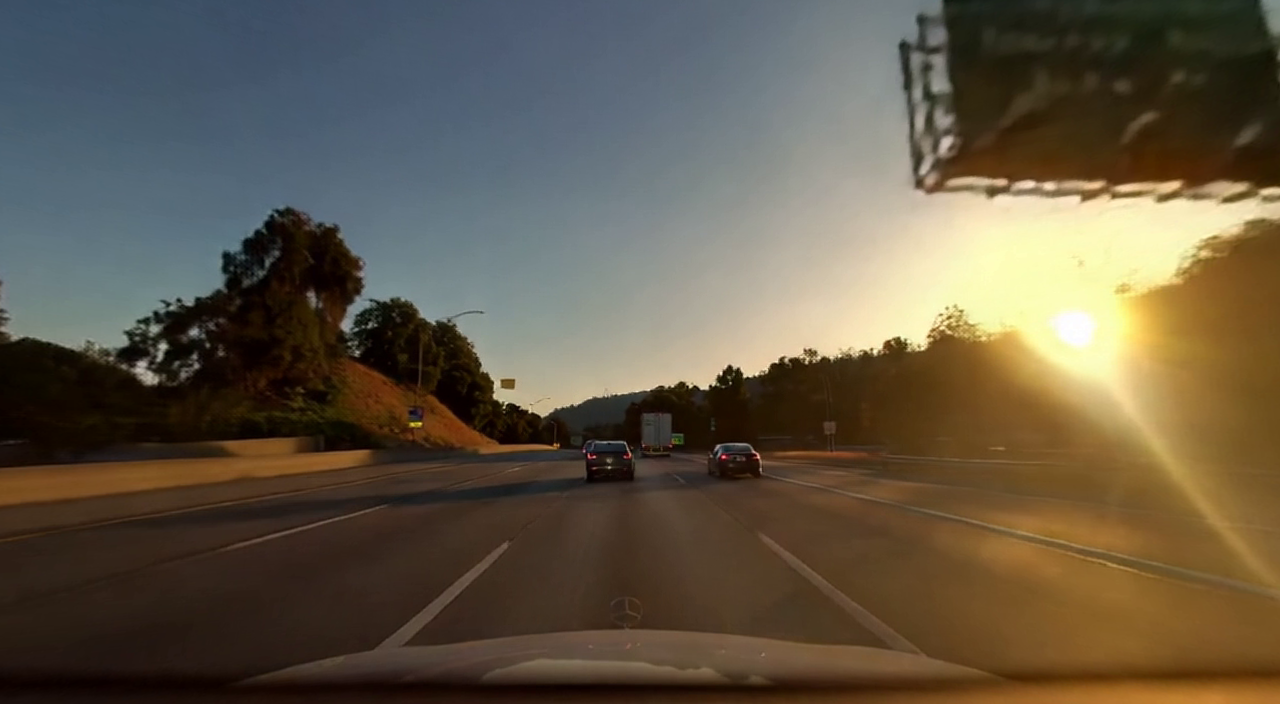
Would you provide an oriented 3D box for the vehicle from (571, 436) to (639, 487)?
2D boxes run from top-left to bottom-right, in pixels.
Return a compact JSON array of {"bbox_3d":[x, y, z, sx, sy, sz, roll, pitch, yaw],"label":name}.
[{"bbox_3d":[-1.063,3.591,20.975,2.020,1.516,3.951,0,-9,0],"label":"vehicle"}]

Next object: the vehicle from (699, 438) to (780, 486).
[{"bbox_3d":[3.348,3.797,22.110,1.971,1.472,4.301,0,-9,-2],"label":"vehicle"}]
